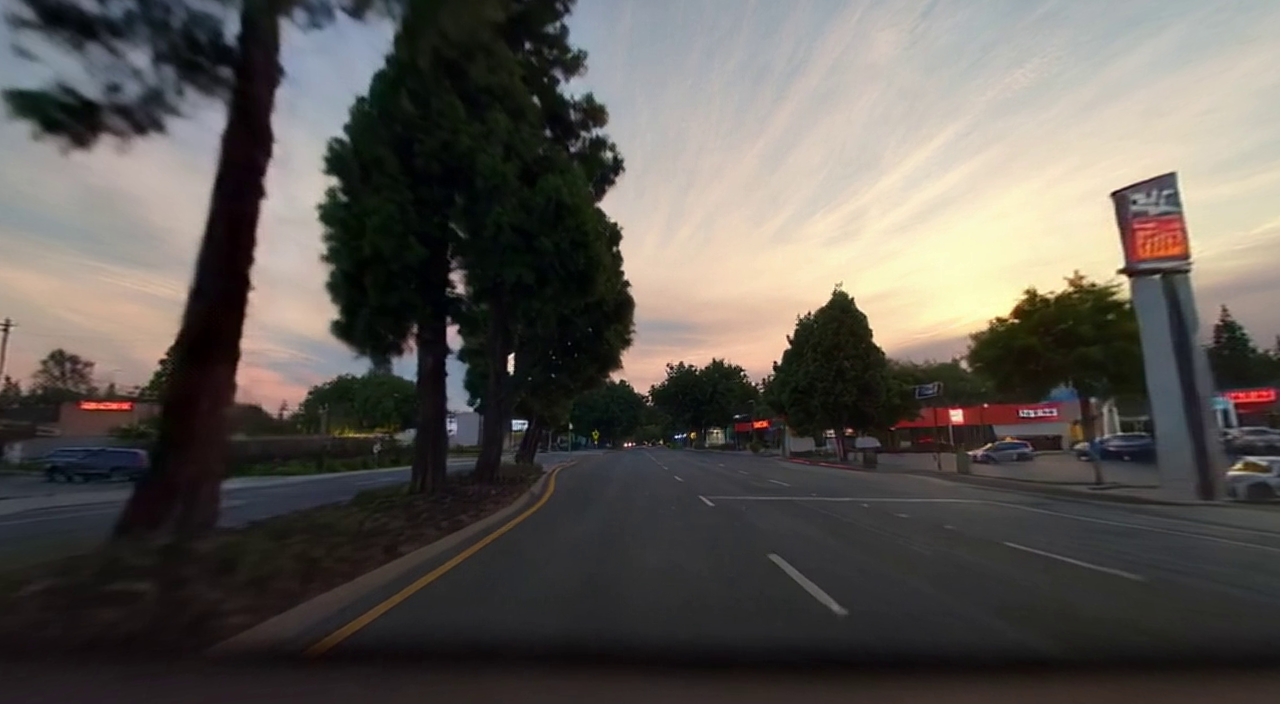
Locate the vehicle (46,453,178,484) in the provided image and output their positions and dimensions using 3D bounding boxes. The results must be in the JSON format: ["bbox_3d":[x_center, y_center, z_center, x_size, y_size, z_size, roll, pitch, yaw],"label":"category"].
[{"bbox_3d":[-26.739,5.885,32.135,4.777,1.469,1.937,1,-9,-5],"label":"vehicle"}]

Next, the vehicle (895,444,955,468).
[{"bbox_3d":[17.810,6.512,39.677,1.873,1.383,3.754,0,-9,-3],"label":"vehicle"}]

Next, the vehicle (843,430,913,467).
[{"bbox_3d":[14.823,6.092,39.748,2.235,2.016,5.481,-2,-9,0],"label":"vehicle"}]

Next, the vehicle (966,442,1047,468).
[{"bbox_3d":[22.591,6.379,39.143,1.791,1.458,4.316,0,-9,-12],"label":"vehicle"}]
